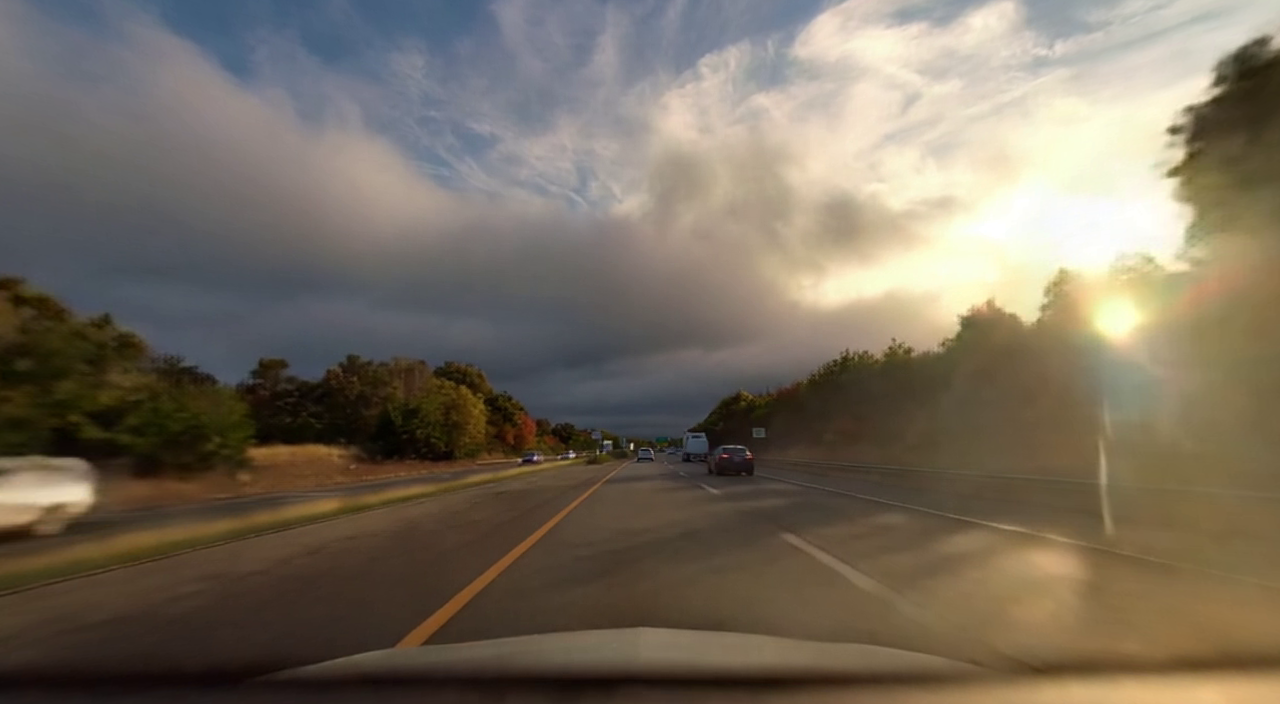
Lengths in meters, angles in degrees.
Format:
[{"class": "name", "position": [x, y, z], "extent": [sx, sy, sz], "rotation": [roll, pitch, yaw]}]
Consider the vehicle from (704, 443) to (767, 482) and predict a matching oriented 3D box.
[{"class": "vehicle", "position": [4.091, 4.803, 27.564], "extent": [2.043, 1.542, 3.881], "rotation": [0, -9, -1]}]
